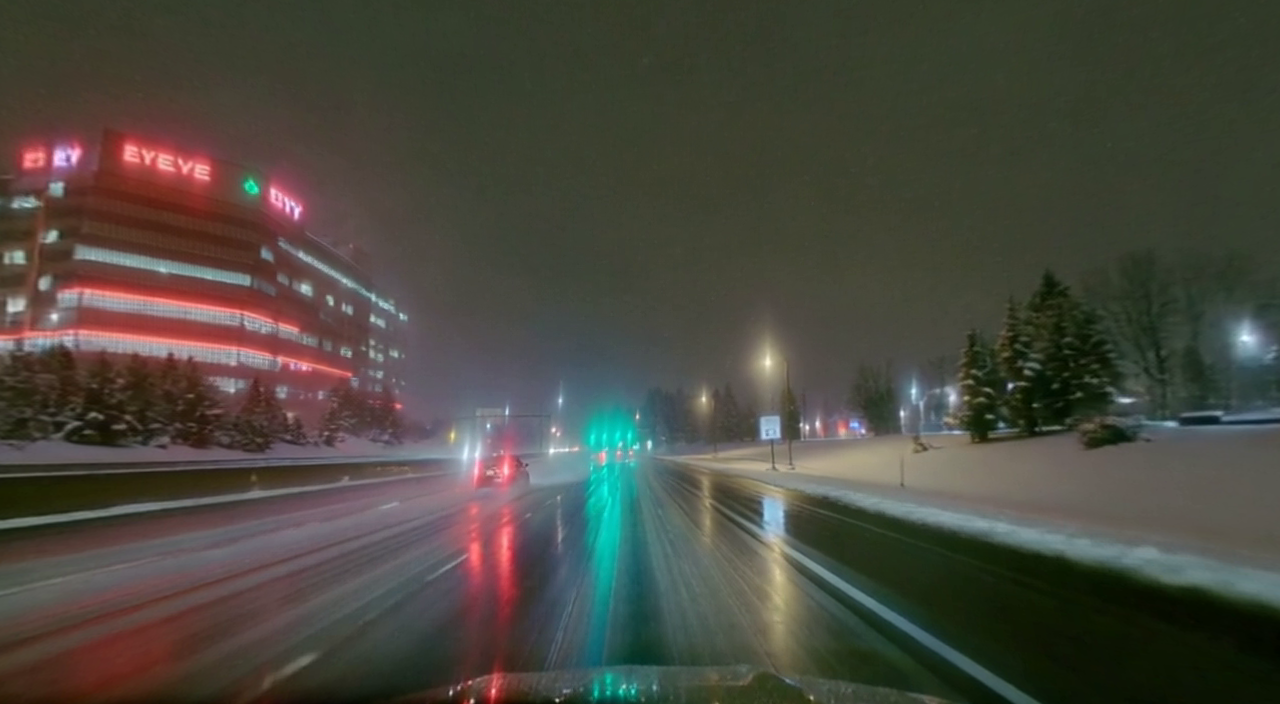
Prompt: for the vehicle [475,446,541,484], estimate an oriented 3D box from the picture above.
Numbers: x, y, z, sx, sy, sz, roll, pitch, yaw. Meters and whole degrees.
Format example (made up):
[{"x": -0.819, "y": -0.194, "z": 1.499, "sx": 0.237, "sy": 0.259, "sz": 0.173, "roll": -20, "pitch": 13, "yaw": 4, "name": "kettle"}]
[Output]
[{"x": -5.649, "y": 4.867, "z": 27.463, "sx": 1.943, "sy": 1.510, "sz": 4.201, "roll": 0, "pitch": -9, "yaw": 0, "name": "vehicle"}]
